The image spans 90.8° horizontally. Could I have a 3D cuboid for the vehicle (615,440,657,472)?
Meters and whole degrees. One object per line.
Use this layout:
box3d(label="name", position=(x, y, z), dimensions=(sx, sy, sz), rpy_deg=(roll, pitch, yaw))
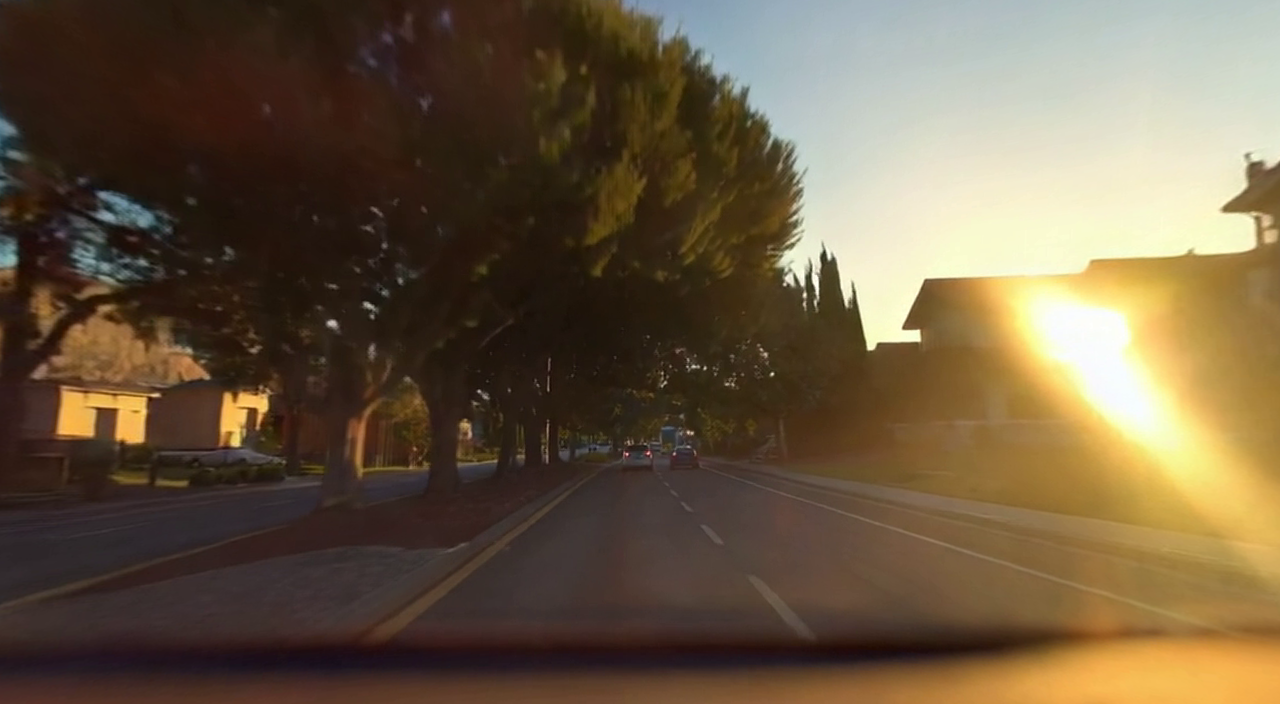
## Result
box3d(label="vehicle", position=(-0.174, 5.239, 32.091), dimensions=(2.018, 1.511, 3.993), rpy_deg=(0, -8, 1))

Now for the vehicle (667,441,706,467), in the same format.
box3d(label="vehicle", position=(2.886, 6.455, 40.243), dimensions=(2.057, 1.496, 4.401), rpy_deg=(0, -8, -1))
